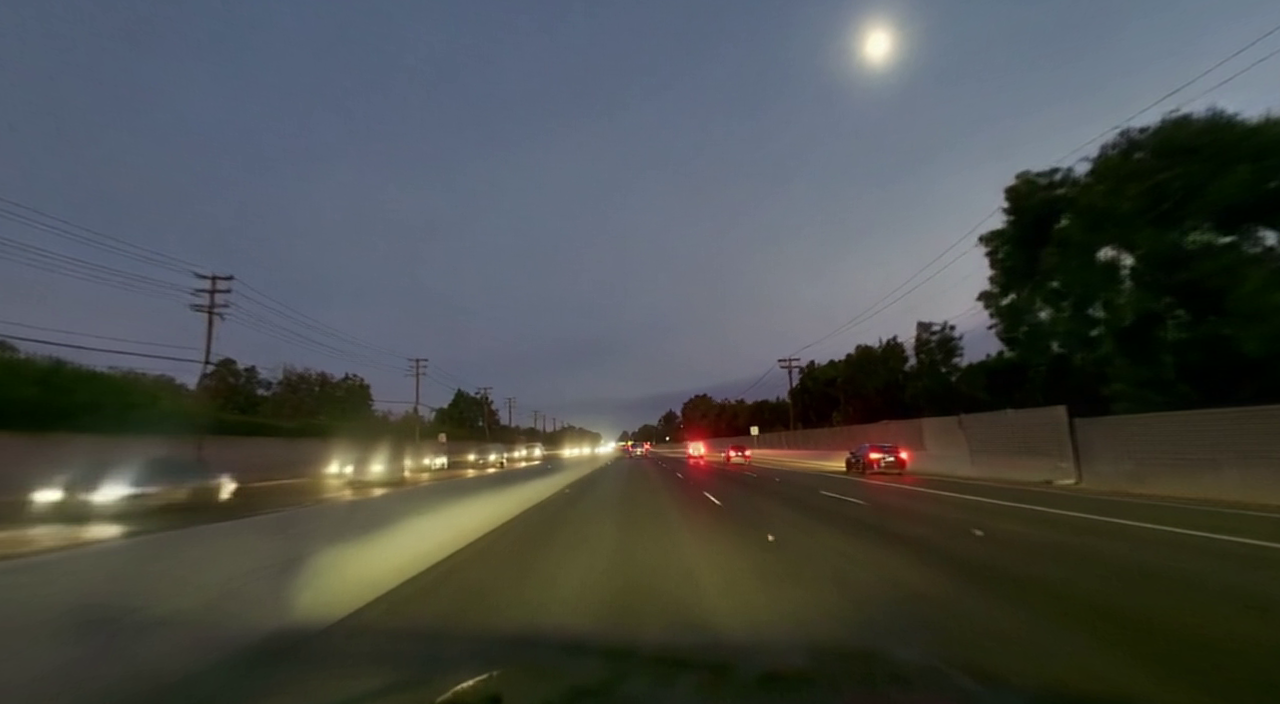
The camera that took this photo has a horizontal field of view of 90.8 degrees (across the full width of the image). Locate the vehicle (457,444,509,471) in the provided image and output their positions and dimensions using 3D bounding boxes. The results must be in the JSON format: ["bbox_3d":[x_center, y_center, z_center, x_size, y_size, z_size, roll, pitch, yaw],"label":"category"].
[{"bbox_3d":[-10.246,6.890,41.585,2.225,1.643,4.403,0,-8,1],"label":"vehicle"}]

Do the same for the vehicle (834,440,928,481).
[{"bbox_3d":[9.717,4.391,25.897,1.969,1.506,4.422,0,-9,-1],"label":"vehicle"}]

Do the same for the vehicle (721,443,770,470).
[{"bbox_3d":[6.313,6.298,38.268,2.069,1.520,4.614,0,-9,-1],"label":"vehicle"}]

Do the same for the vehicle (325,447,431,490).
[{"bbox_3d":[-10.038,4.469,24.664,2.259,1.507,4.362,0,-9,0],"label":"vehicle"}]

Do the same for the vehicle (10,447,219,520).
[{"bbox_3d":[-13.134,3.242,16.195,1.843,1.602,4.040,0,-9,0],"label":"vehicle"}]
